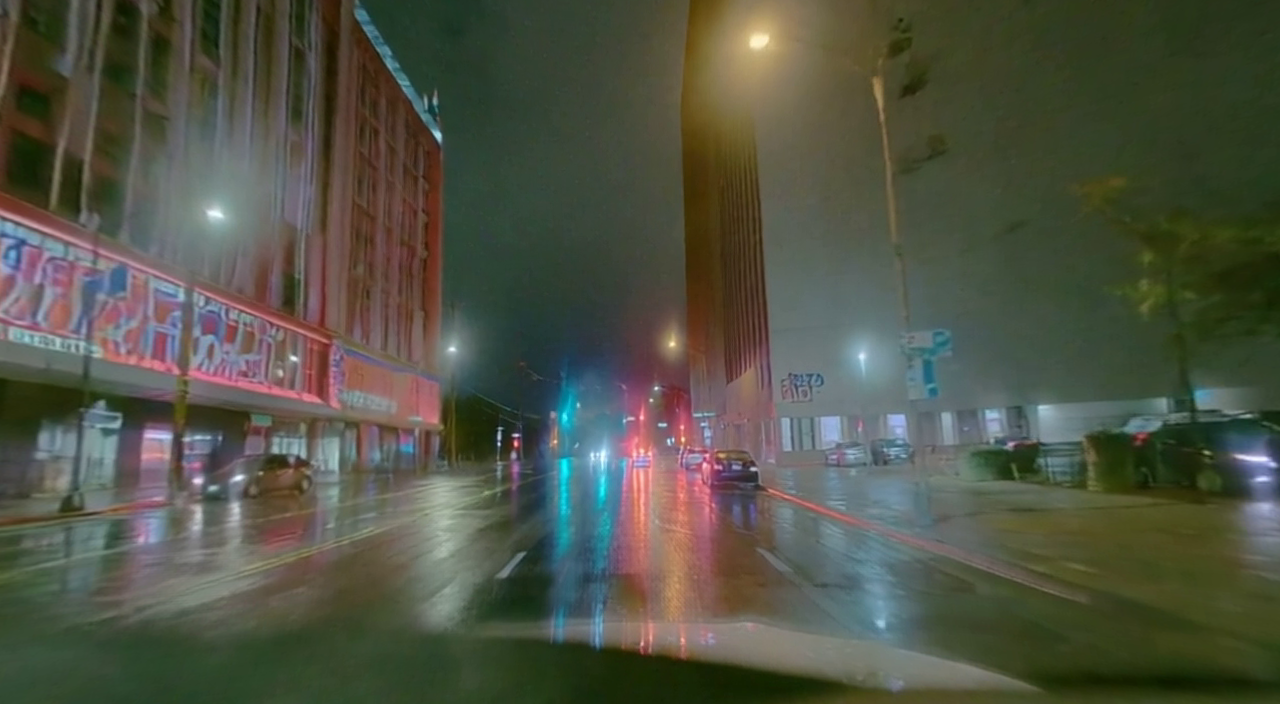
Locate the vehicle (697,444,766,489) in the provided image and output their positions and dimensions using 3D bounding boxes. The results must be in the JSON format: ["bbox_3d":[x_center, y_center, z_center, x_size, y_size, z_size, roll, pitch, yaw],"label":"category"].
[{"bbox_3d":[3.379,4.321,24.038,2.062,1.535,4.206,0,-8,0],"label":"vehicle"}]

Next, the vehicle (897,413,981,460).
[{"bbox_3d":[15.747,4.522,33.405,1.969,2.282,4.731,0,-8,-2],"label":"vehicle"}]

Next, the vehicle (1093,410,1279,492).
[{"bbox_3d":[12.447,2.102,13.430,4.312,1.578,2.006,-6,-10,35],"label":"vehicle"}]

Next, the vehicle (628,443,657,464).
[{"bbox_3d":[0.225,7.814,48.424,2.153,1.505,4.452,0,-8,0],"label":"vehicle"}]

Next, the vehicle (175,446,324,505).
[{"bbox_3d":[-15.192,4.781,24.967,2.048,1.814,5.998,-6,-8,1],"label":"vehicle"}]

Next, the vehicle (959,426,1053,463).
[{"bbox_3d":[18.353,4.659,31.772,2.002,1.731,4.413,0,-8,-1],"label":"vehicle"}]

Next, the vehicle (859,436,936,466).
[{"bbox_3d":[13.410,5.166,33.010,1.819,1.450,4.707,0,-8,-4],"label":"vehicle"}]

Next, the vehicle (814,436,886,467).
[{"bbox_3d":[11.037,5.268,33.377,1.956,1.514,4.862,0,-8,-2],"label":"vehicle"}]
